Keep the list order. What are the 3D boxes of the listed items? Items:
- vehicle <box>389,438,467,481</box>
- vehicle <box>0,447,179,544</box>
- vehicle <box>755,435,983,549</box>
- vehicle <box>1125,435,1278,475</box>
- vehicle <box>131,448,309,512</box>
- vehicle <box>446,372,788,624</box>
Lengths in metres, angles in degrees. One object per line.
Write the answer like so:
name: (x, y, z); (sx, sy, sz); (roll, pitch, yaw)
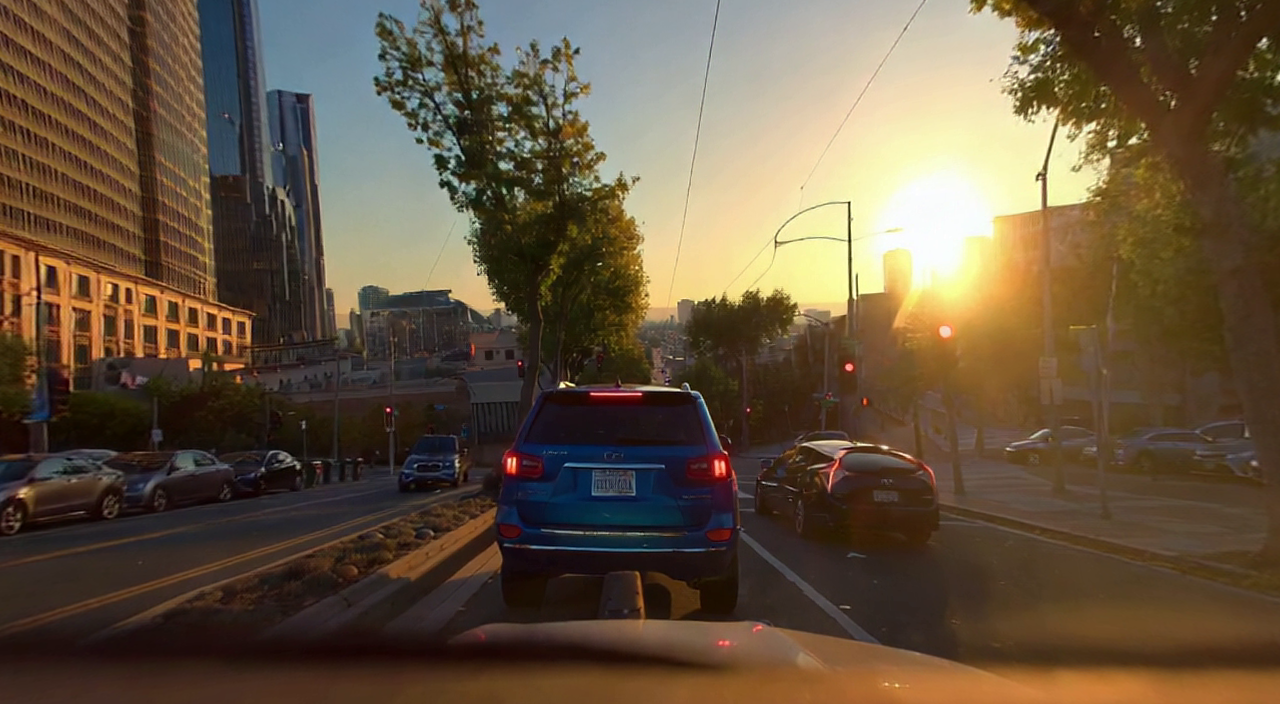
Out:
vehicle: (-9.261, 4.705, 27.833); (2.054, 1.722, 4.292); (0, -8, -2)
vehicle: (-12.546, 2.914, 13.452); (1.891, 1.723, 4.360); (0, -8, 1)
vehicle: (3.286, 2.083, 10.075); (2.056, 1.422, 4.130); (0, -8, -1)
vehicle: (22.147, 4.050, 24.982); (4.055, 1.469, 1.848); (-4, -9, 25)
vehicle: (-12.467, 3.784, 19.135); (2.207, 1.648, 4.675); (0, -8, -1)
vehicle: (-0.162, 1.362, 6.759); (2.453, 1.816, 4.300); (0, -8, 0)
